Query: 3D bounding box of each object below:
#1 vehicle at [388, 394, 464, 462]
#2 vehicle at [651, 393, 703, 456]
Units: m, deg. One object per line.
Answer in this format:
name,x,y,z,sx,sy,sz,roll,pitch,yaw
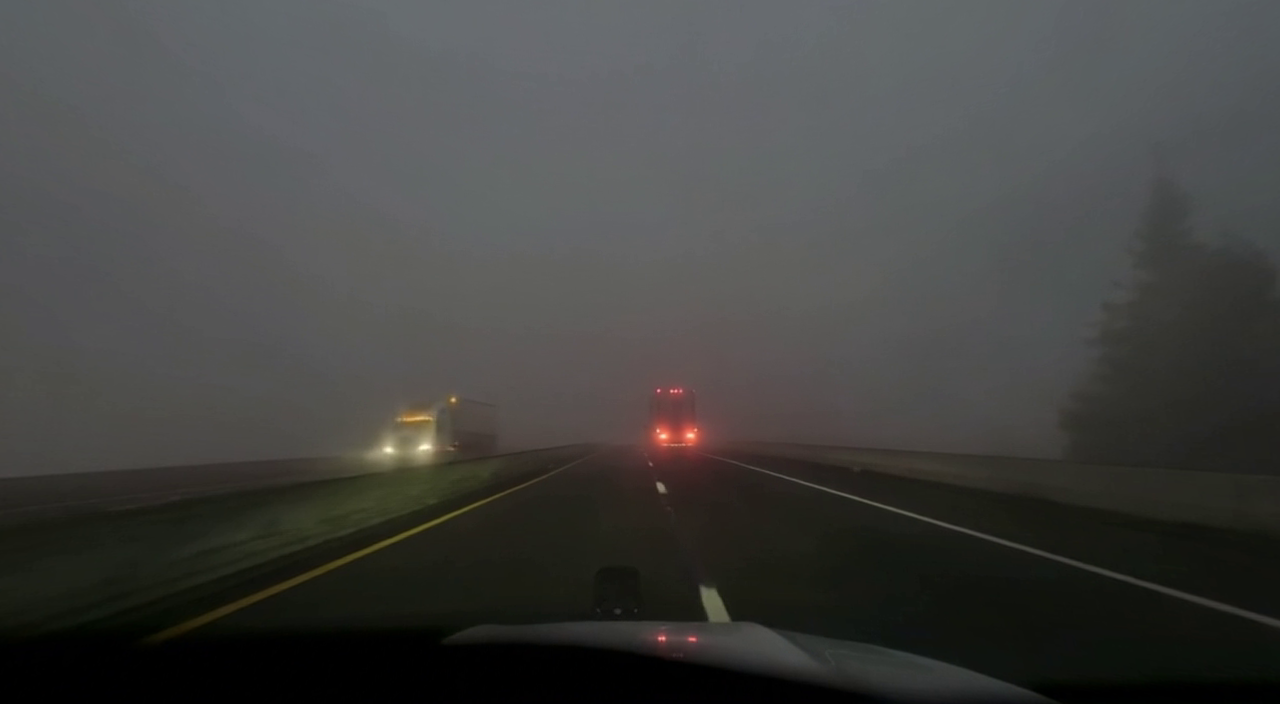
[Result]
vehicle,-14.655,5.306,43.734,2.993,4.321,6.272,0,-8,0
vehicle,2.504,5.577,47.561,2.924,4.024,13.639,0,-8,-1
